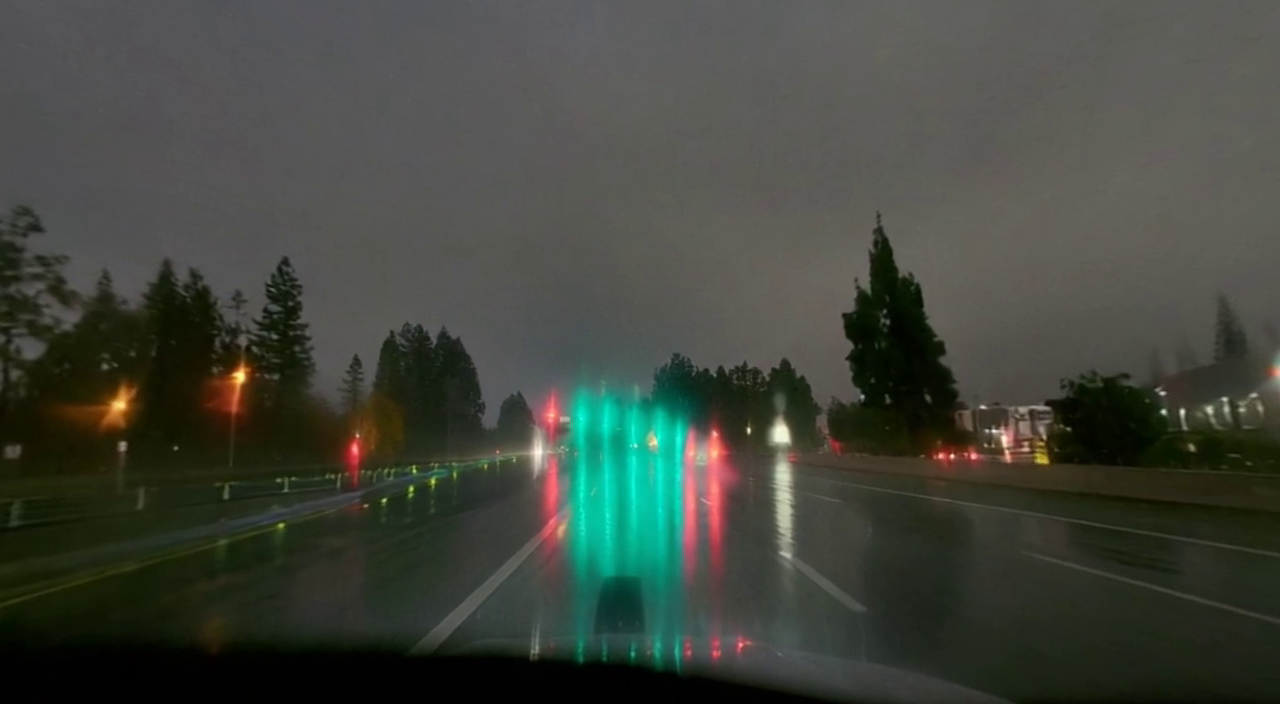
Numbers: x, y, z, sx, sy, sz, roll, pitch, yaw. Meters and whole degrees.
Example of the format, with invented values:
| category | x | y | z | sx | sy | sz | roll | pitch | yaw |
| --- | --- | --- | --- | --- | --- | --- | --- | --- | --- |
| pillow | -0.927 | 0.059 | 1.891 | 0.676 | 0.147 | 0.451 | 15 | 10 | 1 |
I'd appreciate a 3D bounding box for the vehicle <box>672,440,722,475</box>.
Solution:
| category | x | y | z | sx | sy | sz | roll | pitch | yaw |
| --- | --- | --- | --- | --- | --- | --- | --- | --- | --- |
| vehicle | 2.887 | 5.444 | 32.746 | 2.066 | 1.683 | 4.675 | 0 | -9 | -1 |
